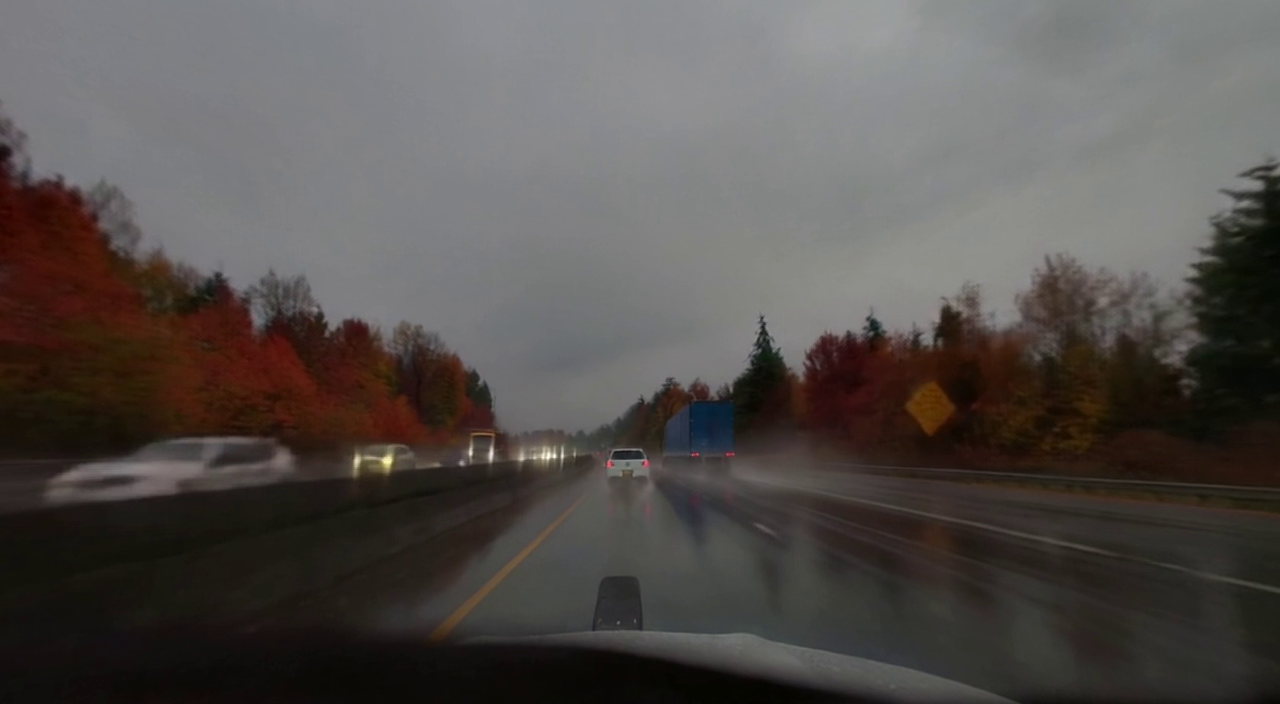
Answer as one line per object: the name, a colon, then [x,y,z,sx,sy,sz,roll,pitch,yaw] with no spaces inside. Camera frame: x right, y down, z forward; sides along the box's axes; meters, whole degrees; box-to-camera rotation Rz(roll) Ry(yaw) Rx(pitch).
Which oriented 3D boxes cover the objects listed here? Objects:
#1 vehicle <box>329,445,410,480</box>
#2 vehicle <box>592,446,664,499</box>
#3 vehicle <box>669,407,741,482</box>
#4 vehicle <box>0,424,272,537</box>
vehicle: [-12.801,5.248,30.015,1.912,1.489,4.460,0,-9,-1]
vehicle: [-0.396,3.836,20.346,2.099,1.506,4.097,0,-9,-1]
vehicle: [3.853,6.210,41.238,2.900,4.013,14.455,0,-10,-1]
vehicle: [-8.706,2.123,10.866,1.979,1.523,4.461,0,-9,-1]
